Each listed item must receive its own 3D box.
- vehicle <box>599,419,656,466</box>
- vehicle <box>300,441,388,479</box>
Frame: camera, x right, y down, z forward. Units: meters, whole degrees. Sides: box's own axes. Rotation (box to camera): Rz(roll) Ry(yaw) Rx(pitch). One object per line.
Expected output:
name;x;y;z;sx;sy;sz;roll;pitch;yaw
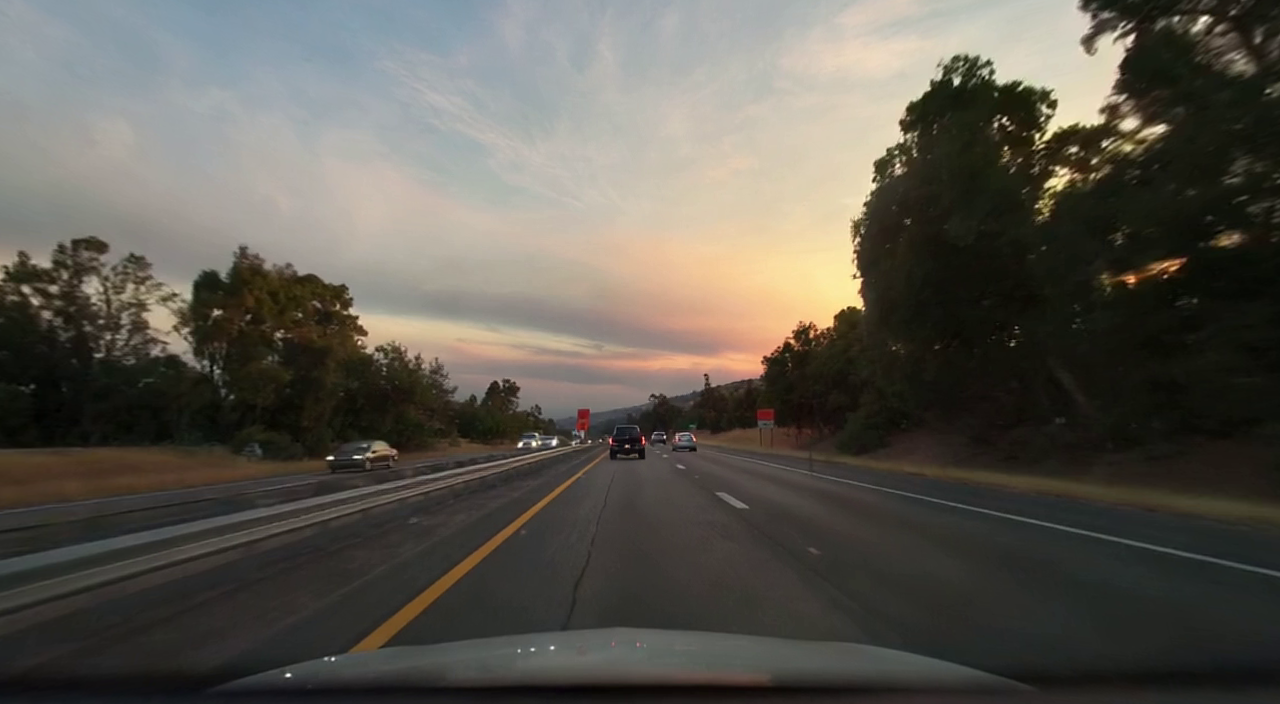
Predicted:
vehicle;-0.627;4.311;30.107;2.503;2.044;4.633;0;-8;-1
vehicle;-13.335;4.863;28.699;1.992;1.580;4.205;0;-8;0
